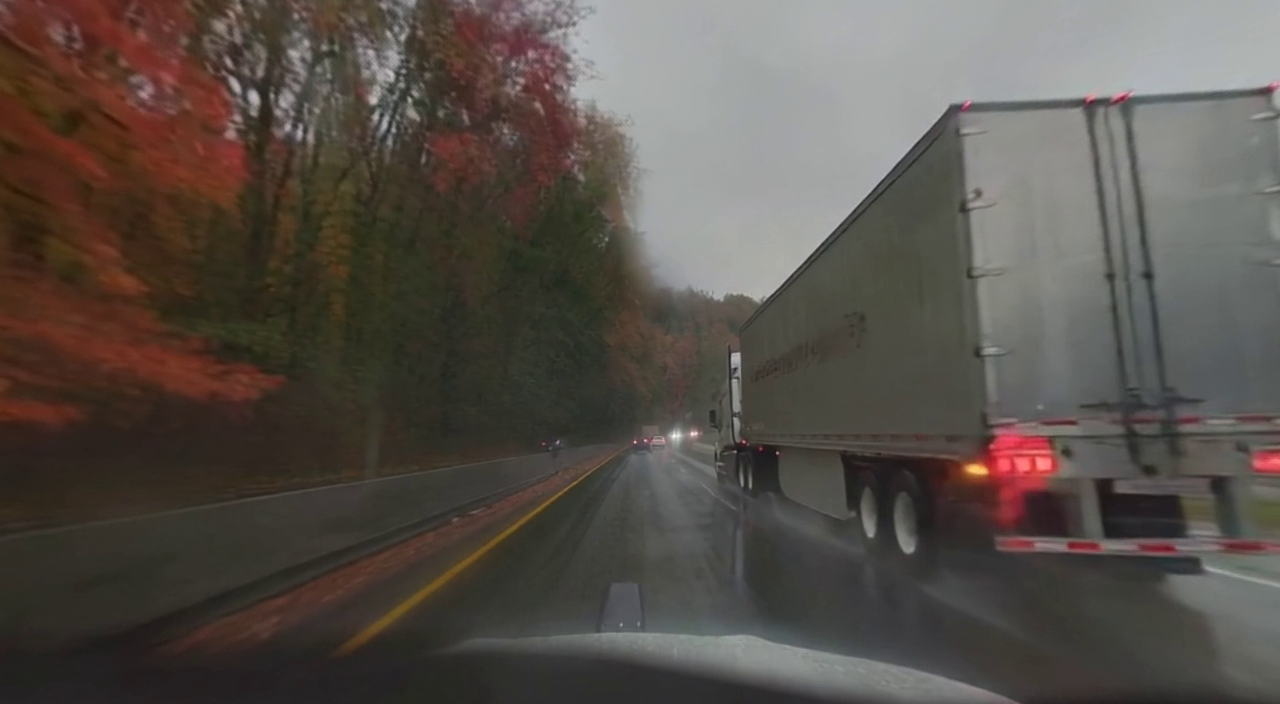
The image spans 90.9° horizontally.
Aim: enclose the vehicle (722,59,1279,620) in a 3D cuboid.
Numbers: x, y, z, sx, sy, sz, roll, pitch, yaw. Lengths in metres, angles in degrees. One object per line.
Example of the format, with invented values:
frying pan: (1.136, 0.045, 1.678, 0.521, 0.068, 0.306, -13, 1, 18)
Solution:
vehicle: (4.276, 0.826, 11.812, 3.357, 4.101, 14.659, 0, -8, -1)
